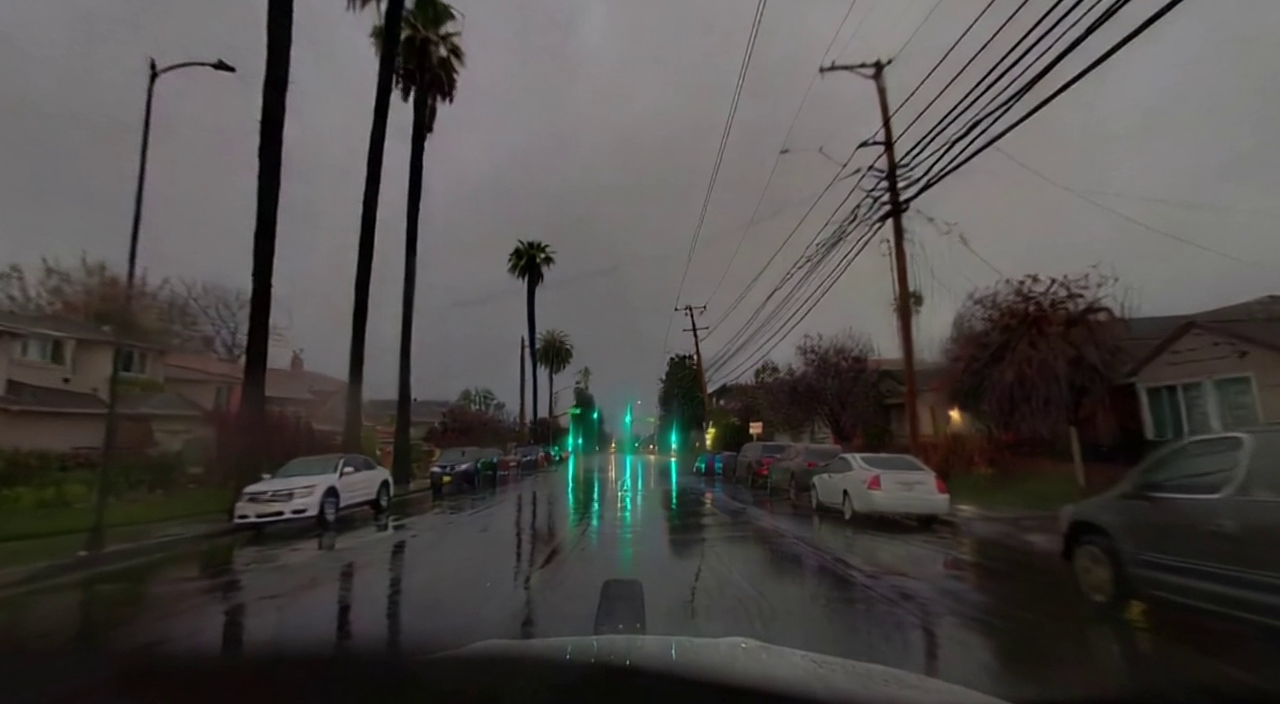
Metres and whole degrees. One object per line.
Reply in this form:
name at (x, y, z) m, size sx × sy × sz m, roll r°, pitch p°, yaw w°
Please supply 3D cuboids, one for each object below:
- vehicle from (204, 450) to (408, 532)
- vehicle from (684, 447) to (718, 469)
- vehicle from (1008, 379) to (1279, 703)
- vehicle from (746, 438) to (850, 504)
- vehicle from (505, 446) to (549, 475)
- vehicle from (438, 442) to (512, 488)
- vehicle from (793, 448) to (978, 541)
vehicle at (-7.176, 2.989, 14.289) m, size 2.013 × 1.483 × 4.645 m, roll 0°, pitch -8°, yaw 1°
vehicle at (4.459, 7.812, 46.735) m, size 1.988 × 1.560 × 4.249 m, roll 0°, pitch -8°, yaw 0°
vehicle at (4.711, 1.086, 3.660) m, size 2.115 × 1.826 × 4.871 m, roll 0°, pitch -9°, yaw -1°
vehicle at (4.631, 3.541, 19.244) m, size 1.874 × 1.742 × 4.234 m, roll 0°, pitch -8°, yaw -3°
vehicle at (-7.232, 6.980, 40.906) m, size 2.085 × 1.770 × 4.429 m, roll 0°, pitch -8°, yaw -1°
vehicle at (-7.493, 5.133, 29.237) m, size 2.077 × 1.888 × 4.551 m, roll -2°, pitch -8°, yaw 2°
vehicle at (4.702, 2.746, 12.915) m, size 1.795 × 1.424 × 4.327 m, roll -3°, pitch -8°, yaw -3°
